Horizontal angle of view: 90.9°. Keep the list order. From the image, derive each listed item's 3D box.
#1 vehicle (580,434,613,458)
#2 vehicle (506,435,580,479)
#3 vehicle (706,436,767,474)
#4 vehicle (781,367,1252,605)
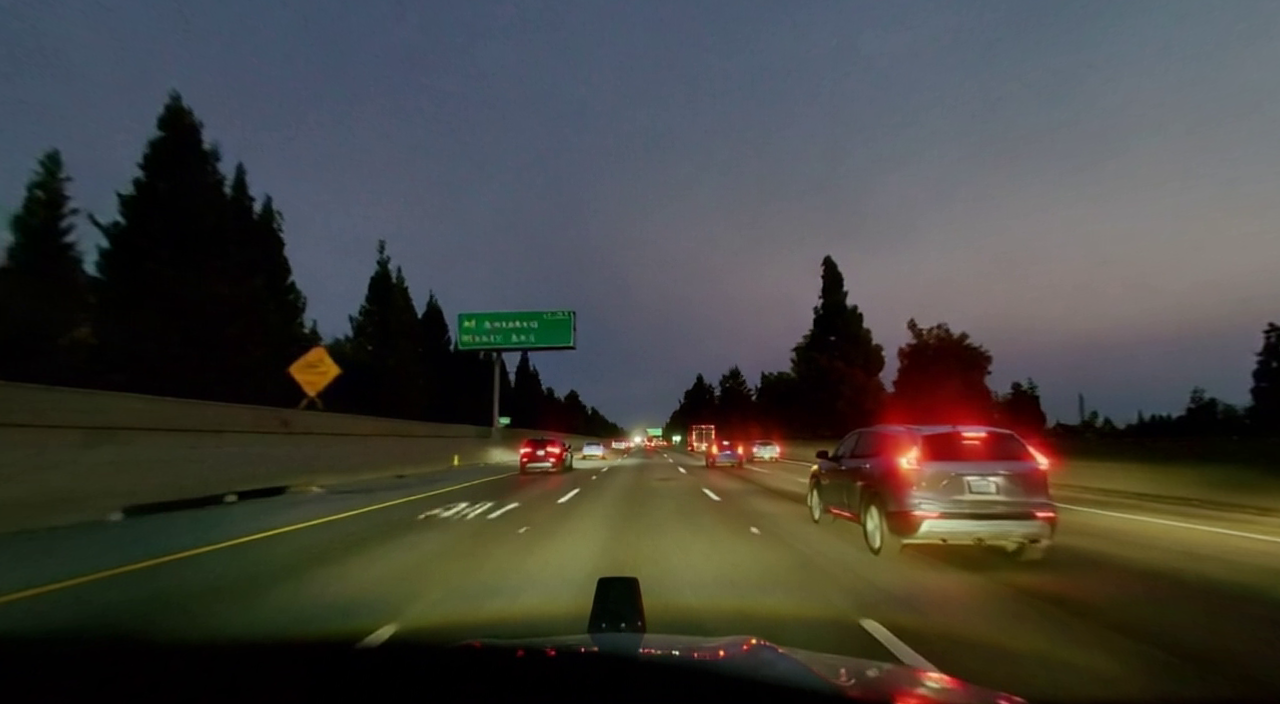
[{"bbox_3d":[-3.141,6.888,46.338,2.020,1.628,4.248,0,-8,2],"label":"vehicle"},{"bbox_3d":[-3.489,3.861,23.530,1.978,1.473,4.073,0,-8,2],"label":"vehicle"},{"bbox_3d":[4.070,4.410,27.172,1.953,1.480,4.053,0,-8,-1],"label":"vehicle"},{"bbox_3d":[3.689,1.489,7.980,2.517,1.935,5.552,0,-8,0],"label":"vehicle"}]
